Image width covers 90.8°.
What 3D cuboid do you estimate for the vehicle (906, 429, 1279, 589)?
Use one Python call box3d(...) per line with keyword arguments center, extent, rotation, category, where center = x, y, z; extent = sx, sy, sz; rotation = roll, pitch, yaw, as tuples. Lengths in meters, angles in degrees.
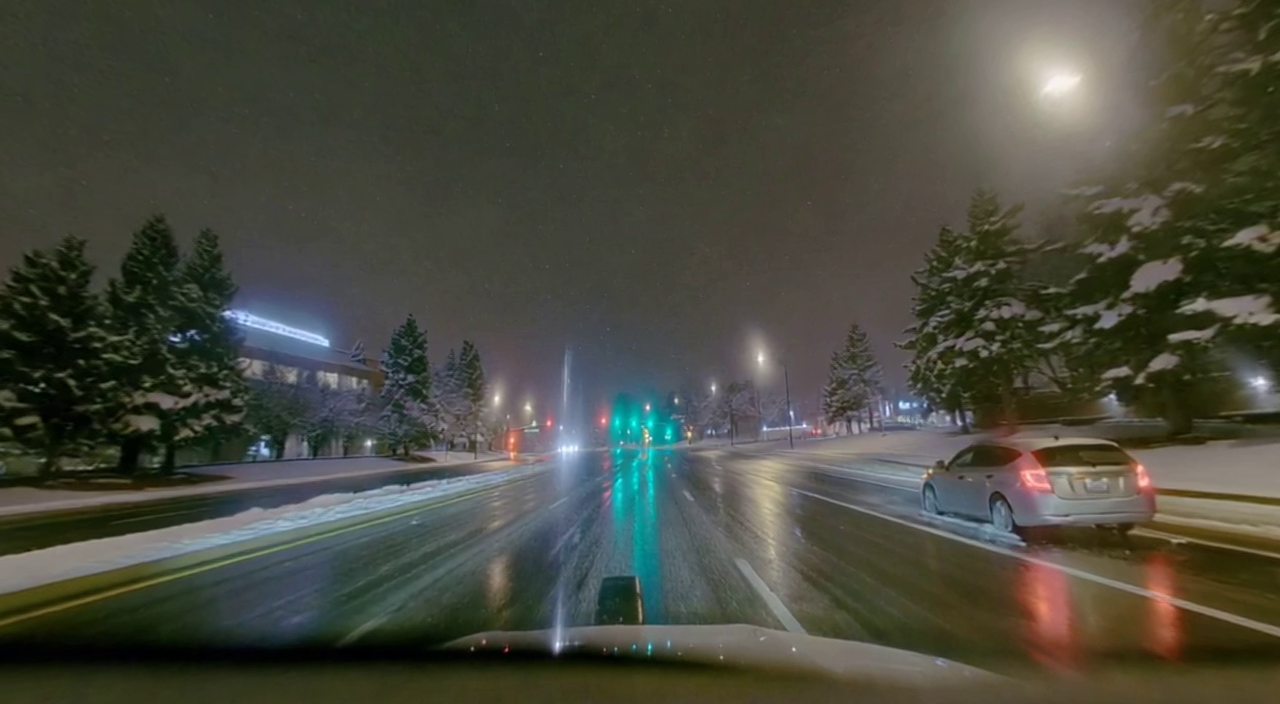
box3d(center=(5.497, 1.826, 8.291), extent=(2.070, 1.491, 4.575), rotation=(0, -9, 1), category="vehicle")
